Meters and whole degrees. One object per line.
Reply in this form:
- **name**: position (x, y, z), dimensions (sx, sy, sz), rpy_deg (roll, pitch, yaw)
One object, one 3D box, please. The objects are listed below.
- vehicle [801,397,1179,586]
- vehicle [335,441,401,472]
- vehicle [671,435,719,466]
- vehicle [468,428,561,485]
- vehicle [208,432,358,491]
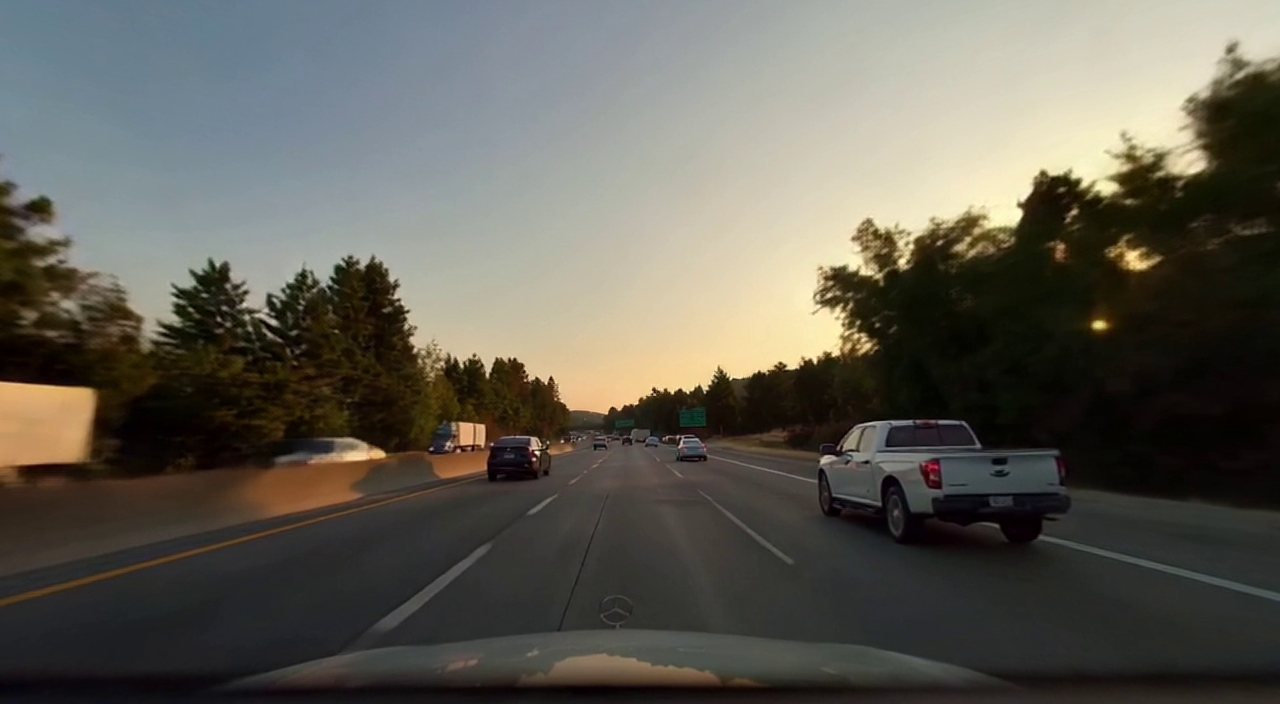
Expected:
- **vehicle**: position (3.696, 1.544, 7.970), dimensions (1.949, 1.639, 4.748), rpy_deg (0, -8, -2)
- **vehicle**: position (-15.789, 6.065, 36.845), dimensions (1.935, 1.619, 4.445), rpy_deg (0, -8, -2)
- **vehicle**: position (2.752, 5.042, 32.600), dimensions (1.990, 1.480, 3.865), rpy_deg (0, -8, -2)
- **vehicle**: position (-3.884, 3.323, 20.447), dimensions (2.011, 1.614, 4.808), rpy_deg (0, -8, 0)
- **vehicle**: position (-11.660, 3.569, 21.120), dimensions (2.084, 1.704, 5.029), rpy_deg (0, -8, 0)
